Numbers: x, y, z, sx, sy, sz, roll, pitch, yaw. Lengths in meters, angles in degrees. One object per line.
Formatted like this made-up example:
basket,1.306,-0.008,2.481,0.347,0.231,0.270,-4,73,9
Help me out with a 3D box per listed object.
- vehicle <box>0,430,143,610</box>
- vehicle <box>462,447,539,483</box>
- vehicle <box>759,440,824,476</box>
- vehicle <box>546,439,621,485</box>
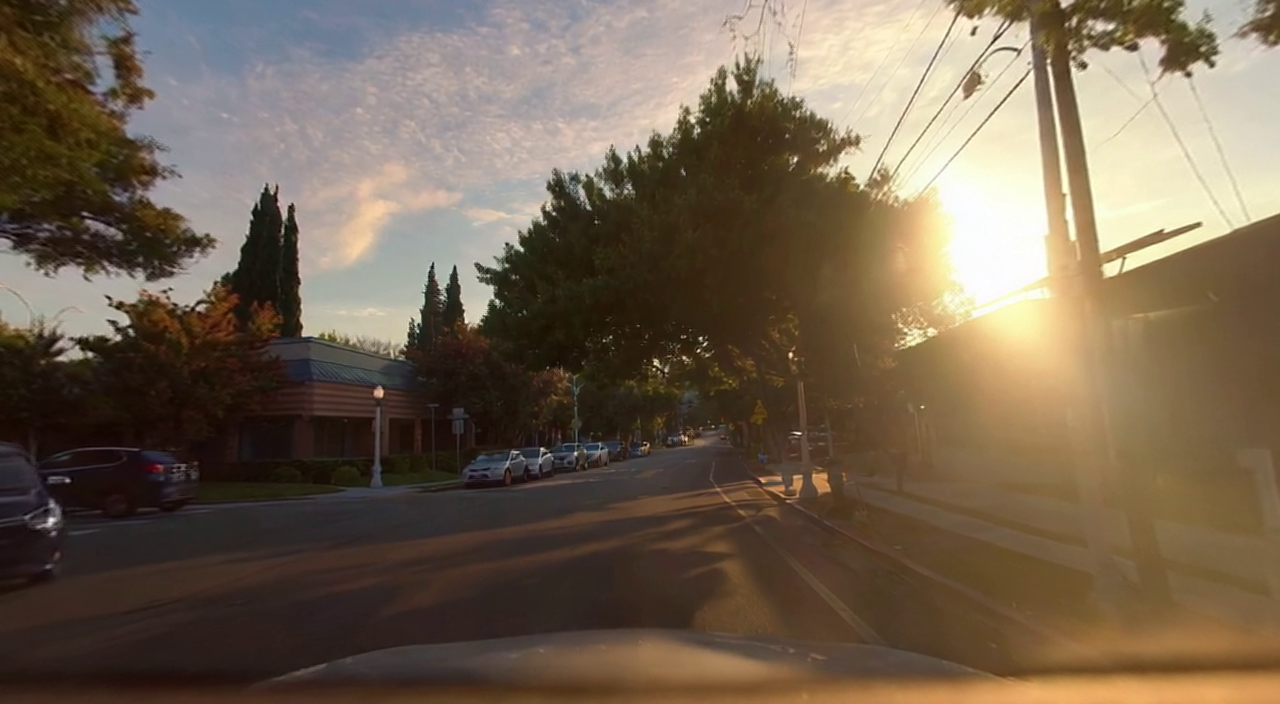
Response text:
vehicle,-7.641,1.695,6.815,4.141,1.620,1.876,-5,-10,27
vehicle,-6.047,4.942,27.947,1.968,1.443,4.358,-1,-9,6
vehicle,6.715,4.743,28.544,1.918,1.461,4.419,0,-9,1
vehicle,-2.131,4.341,25.311,2.110,1.651,4.410,-1,-9,7
